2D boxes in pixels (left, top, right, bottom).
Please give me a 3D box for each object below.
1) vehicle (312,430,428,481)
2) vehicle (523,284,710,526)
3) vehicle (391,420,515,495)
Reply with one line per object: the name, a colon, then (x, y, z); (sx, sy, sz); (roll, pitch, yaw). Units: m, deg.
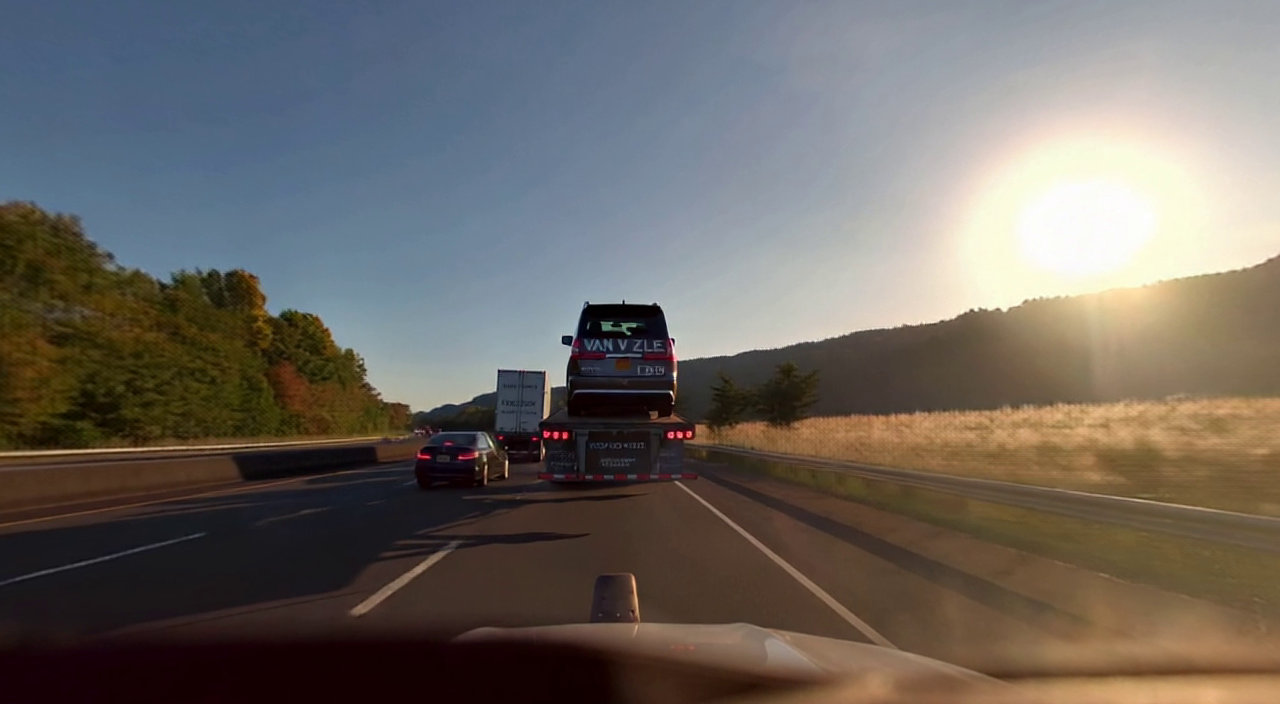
vehicle: (-8.938, 3.420, 21.377); (1.897, 1.524, 4.790); (0, -7, -1)
vehicle: (-0.463, 1.349, 14.050); (2.738, 3.628, 9.223); (0, -7, -1)
vehicle: (-4.655, 2.660, 16.415); (1.914, 1.675, 4.331); (0, -7, -1)
